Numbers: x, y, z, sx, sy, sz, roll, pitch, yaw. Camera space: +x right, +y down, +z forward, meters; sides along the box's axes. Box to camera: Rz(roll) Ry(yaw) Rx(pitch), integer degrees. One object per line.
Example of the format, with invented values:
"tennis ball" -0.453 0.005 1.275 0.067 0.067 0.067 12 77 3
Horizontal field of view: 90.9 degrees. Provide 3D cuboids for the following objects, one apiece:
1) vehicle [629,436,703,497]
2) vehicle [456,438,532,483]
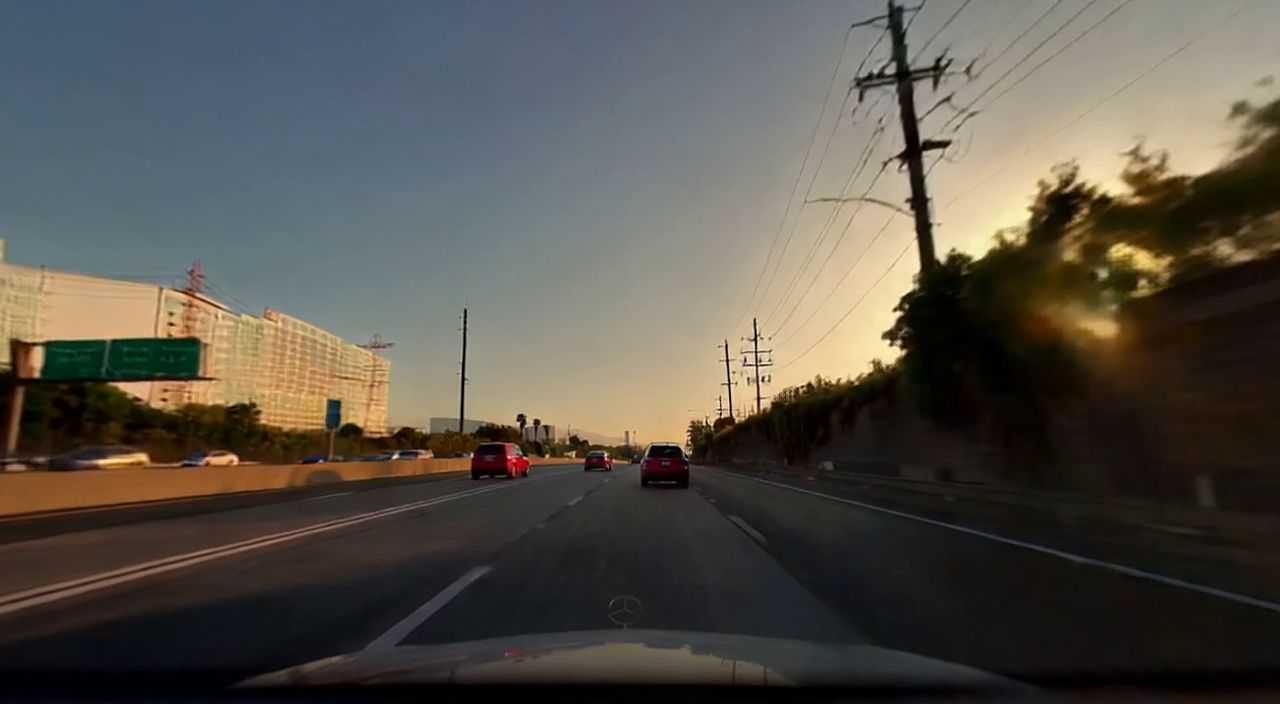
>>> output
"vehicle" 0.776 3.626 20.390 2.134 1.733 4.049 0 -8 0
"vehicle" -6.415 4.819 28.355 2.220 1.841 4.516 0 -8 1
